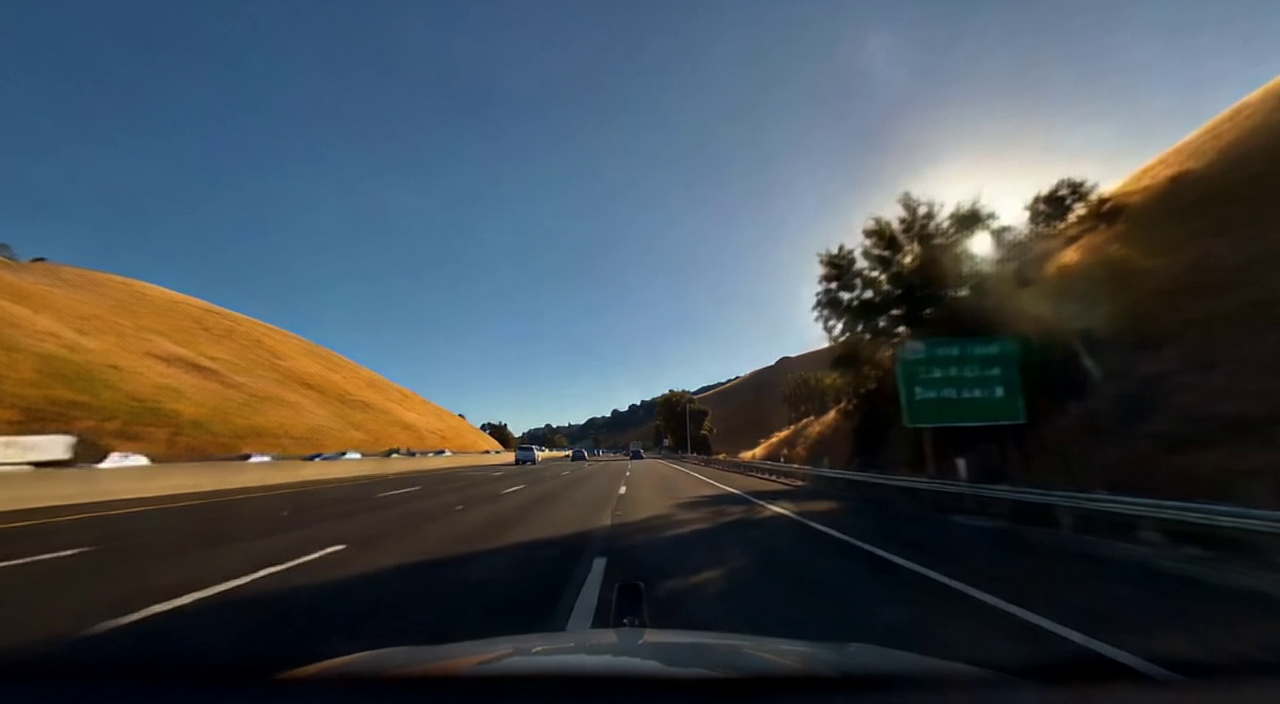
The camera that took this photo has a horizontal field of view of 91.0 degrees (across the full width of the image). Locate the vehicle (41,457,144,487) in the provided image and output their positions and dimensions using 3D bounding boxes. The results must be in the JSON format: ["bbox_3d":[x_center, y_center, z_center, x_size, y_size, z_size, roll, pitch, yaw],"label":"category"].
[{"bbox_3d":[-30.943,6.766,35.804,1.871,1.480,4.478,0,-9,-1],"label":"vehicle"}]

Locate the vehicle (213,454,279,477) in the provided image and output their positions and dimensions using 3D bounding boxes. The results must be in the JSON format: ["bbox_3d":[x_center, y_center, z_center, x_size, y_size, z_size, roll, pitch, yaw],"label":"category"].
[{"bbox_3d":[-27.346,7.851,43.827,1.834,1.478,4.311,0,-9,-1],"label":"vehicle"}]
